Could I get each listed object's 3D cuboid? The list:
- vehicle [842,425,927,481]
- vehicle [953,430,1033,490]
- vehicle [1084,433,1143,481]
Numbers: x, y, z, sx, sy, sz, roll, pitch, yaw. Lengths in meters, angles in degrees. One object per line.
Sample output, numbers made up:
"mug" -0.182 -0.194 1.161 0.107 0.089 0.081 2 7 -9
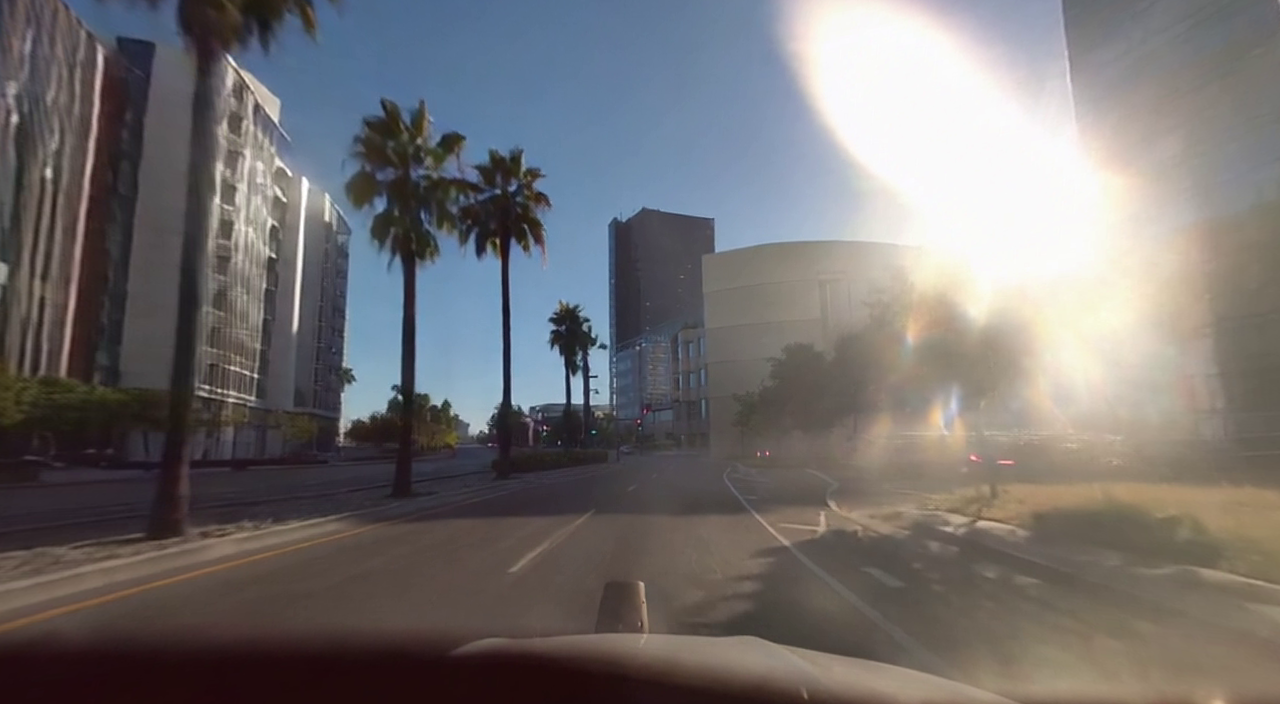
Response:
"vehicle" 10.103 4.151 26.273 1.813 2.150 3.038 3 -6 -16
"vehicle" 14.536 4.451 26.034 2.219 2.342 1.744 -1 -9 7
"vehicle" 31.567 7.071 42.039 2.645 2.817 3.475 -10 -18 34
